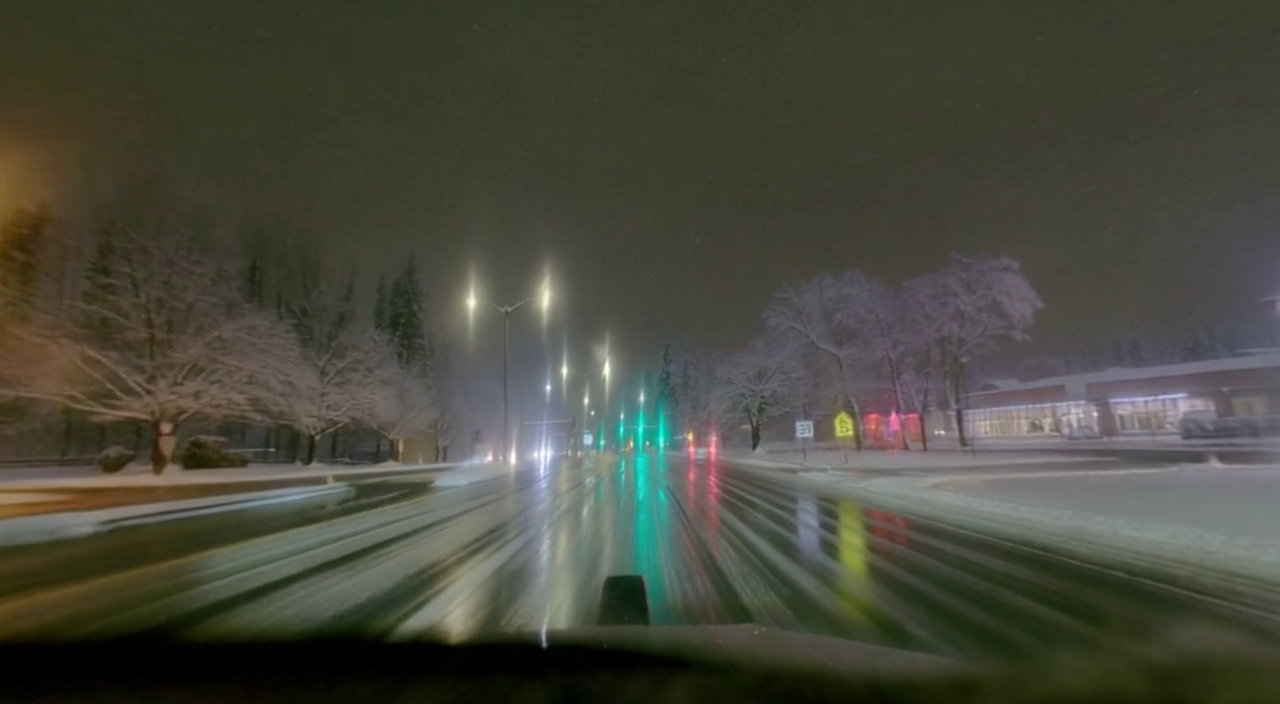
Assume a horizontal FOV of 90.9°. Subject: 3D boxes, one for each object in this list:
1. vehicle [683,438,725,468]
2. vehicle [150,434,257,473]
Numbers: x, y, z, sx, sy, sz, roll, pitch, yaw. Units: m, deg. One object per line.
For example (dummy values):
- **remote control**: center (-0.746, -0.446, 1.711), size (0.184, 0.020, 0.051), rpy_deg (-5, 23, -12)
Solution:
- **vehicle**: center (3.823, 6.100, 38.212), size (2.007, 1.683, 4.171), rpy_deg (0, -8, -1)
- **vehicle**: center (-32.605, 7.577, 47.201), size (6.090, 2.737, 2.475), rpy_deg (-1, -8, 1)
